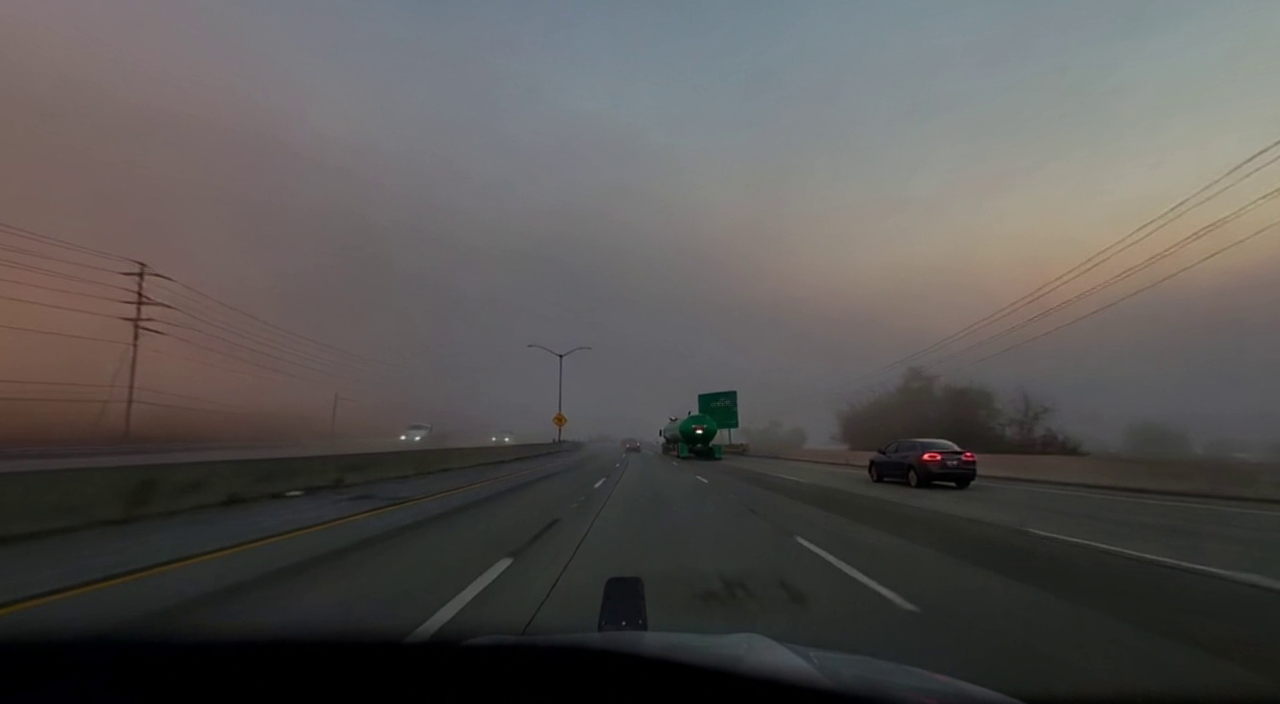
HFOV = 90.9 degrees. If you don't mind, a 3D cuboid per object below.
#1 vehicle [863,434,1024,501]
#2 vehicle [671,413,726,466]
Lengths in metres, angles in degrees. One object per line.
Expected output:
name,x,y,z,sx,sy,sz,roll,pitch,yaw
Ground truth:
vehicle,7.727,2.965,16.691,1.905,1.480,4.624,0,-8,-1
vehicle,3.712,5.847,42.110,2.791,3.179,8.074,0,-8,-1
